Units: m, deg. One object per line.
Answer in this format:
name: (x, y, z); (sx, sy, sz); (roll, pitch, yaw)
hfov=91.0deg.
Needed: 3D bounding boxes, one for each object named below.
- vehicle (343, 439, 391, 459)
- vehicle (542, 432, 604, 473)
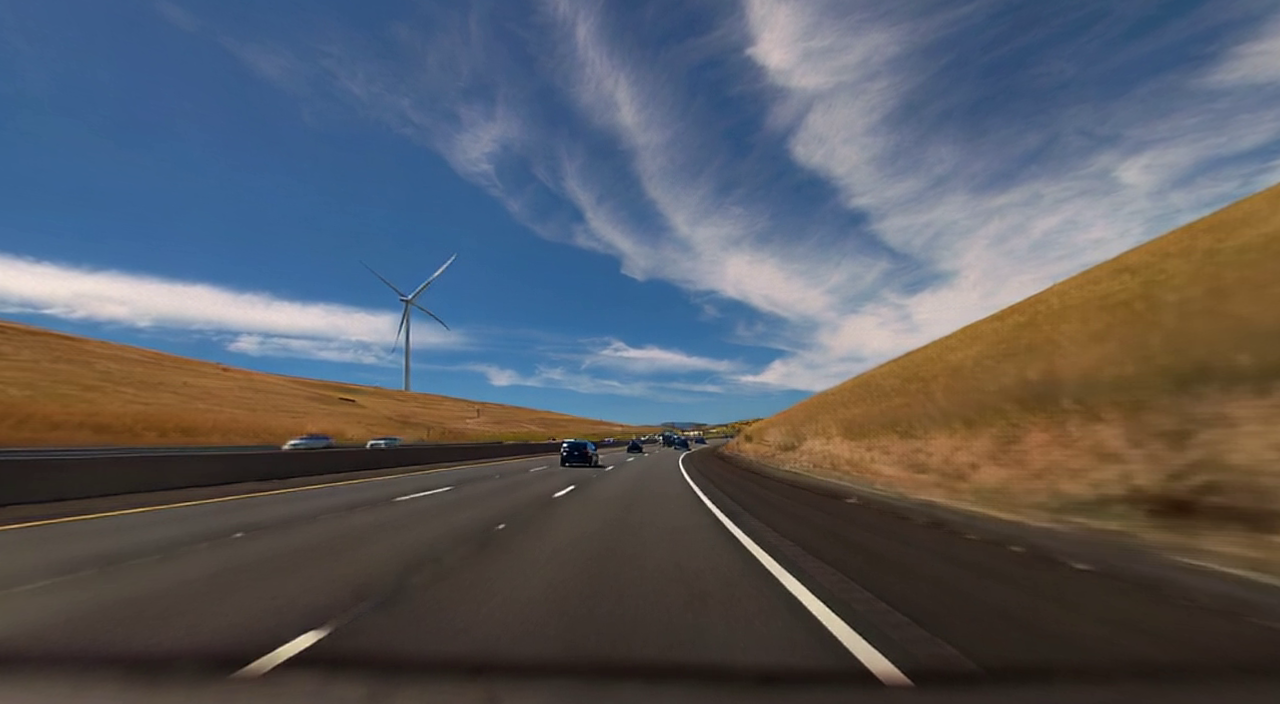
vehicle: (-20.506, 7.316, 47.503); (1.768, 1.466, 3.886); (0, -9, 2)
vehicle: (-2.963, 4.578, 28.825); (2.118, 1.702, 4.355); (0, -9, 3)
